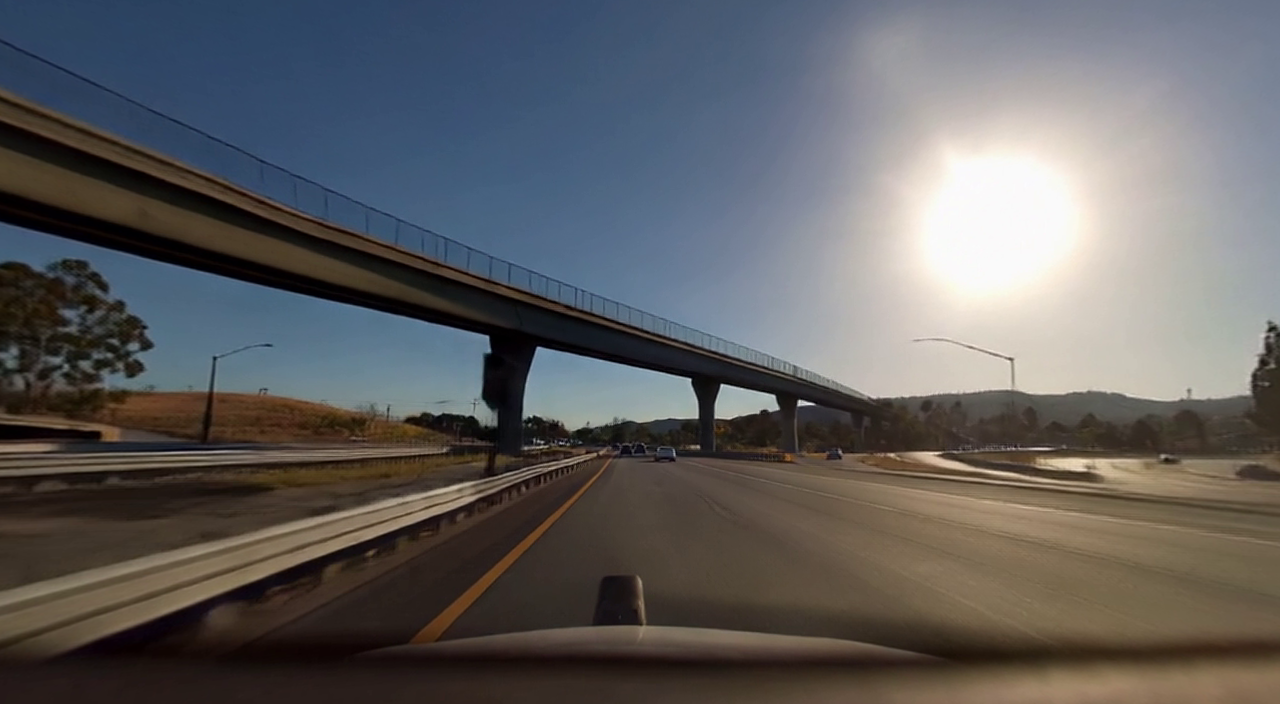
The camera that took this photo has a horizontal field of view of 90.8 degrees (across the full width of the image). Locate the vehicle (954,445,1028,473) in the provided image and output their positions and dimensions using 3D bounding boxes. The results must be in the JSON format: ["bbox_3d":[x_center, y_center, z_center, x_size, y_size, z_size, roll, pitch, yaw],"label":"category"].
[{"bbox_3d":[20.727,6.288,37.520,1.885,1.510,4.372,0,-8,0],"label":"vehicle"}]
